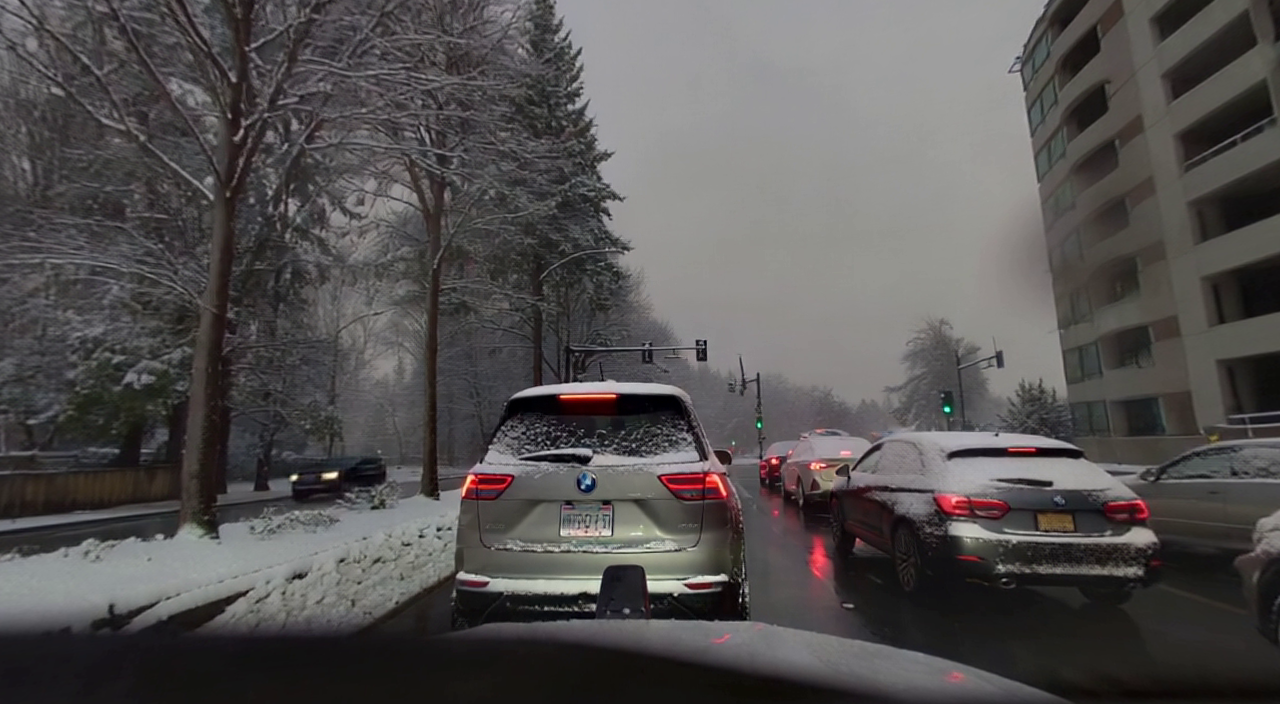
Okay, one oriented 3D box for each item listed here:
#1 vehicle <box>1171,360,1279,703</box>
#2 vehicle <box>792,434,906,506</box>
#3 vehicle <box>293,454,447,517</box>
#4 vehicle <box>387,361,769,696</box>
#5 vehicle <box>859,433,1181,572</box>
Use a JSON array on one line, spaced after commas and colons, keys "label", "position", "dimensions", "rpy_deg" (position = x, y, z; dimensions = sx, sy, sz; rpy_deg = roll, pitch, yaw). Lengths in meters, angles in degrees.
[{"label": "vehicle", "position": [4.053, 0.614, 1.105], "dimensions": [1.993, 1.719, 4.953], "rpy_deg": [0, -8, 2]}, {"label": "vehicle", "position": [5.343, 3.034, 16.701], "dimensions": [1.994, 1.638, 4.100], "rpy_deg": [-1, -8, 6]}, {"label": "vehicle", "position": [-7.535, 3.742, 18.289], "dimensions": [2.163, 1.500, 4.753], "rpy_deg": [-1, -8, 3]}, {"label": "vehicle", "position": [-0.201, 1.237, 5.555], "dimensions": [2.021, 1.742, 4.295], "rpy_deg": [-1, -8, 4]}, {"label": "vehicle", "position": [4.910, 1.972, 9.156], "dimensions": [1.963, 1.480, 4.553], "rpy_deg": [0, -8, 2]}]
